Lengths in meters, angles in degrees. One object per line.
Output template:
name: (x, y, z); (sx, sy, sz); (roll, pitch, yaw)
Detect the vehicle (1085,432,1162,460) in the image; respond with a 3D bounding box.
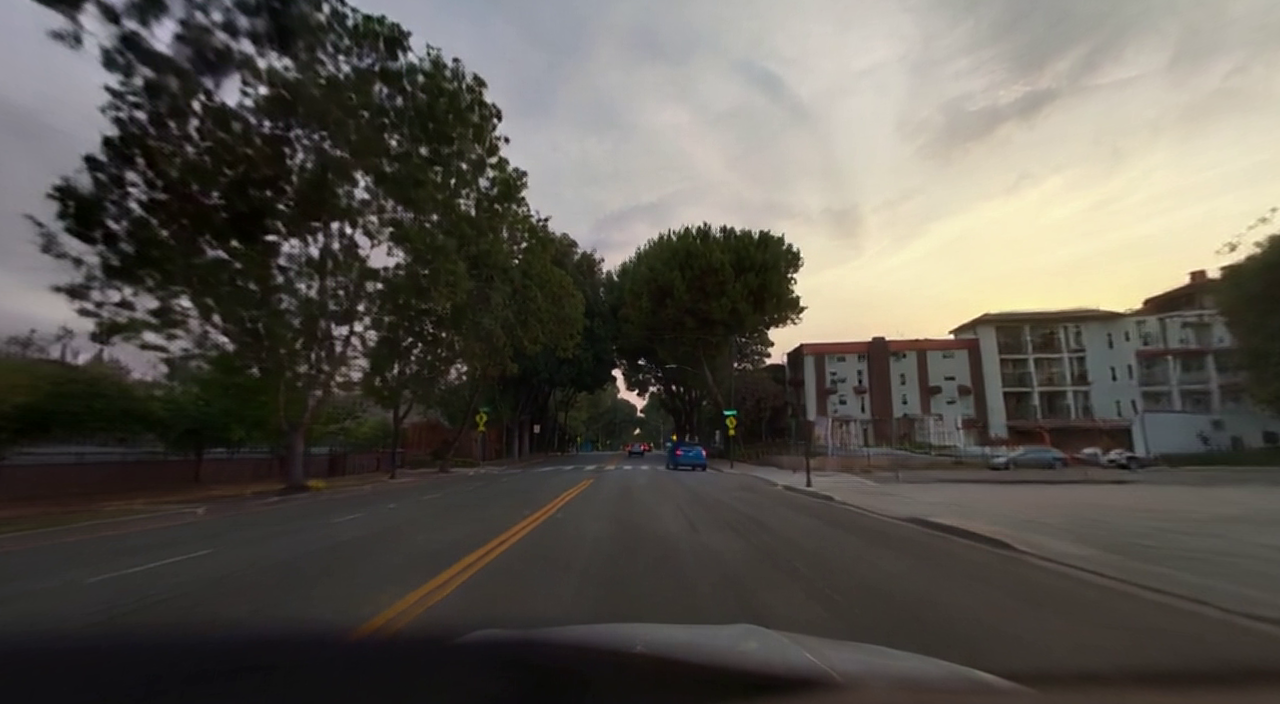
vehicle: (33.846, 6.599, 44.224); (1.887, 1.808, 4.443); (-1, -8, 1)

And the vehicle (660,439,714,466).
vehicle: (3.107, 6.792, 42.570); (1.981, 1.703, 3.691); (4, -9, -27)

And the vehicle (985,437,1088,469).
vehicle: (23.946, 6.119, 38.159); (4.676, 1.775, 2.085); (-2, -9, 2)
